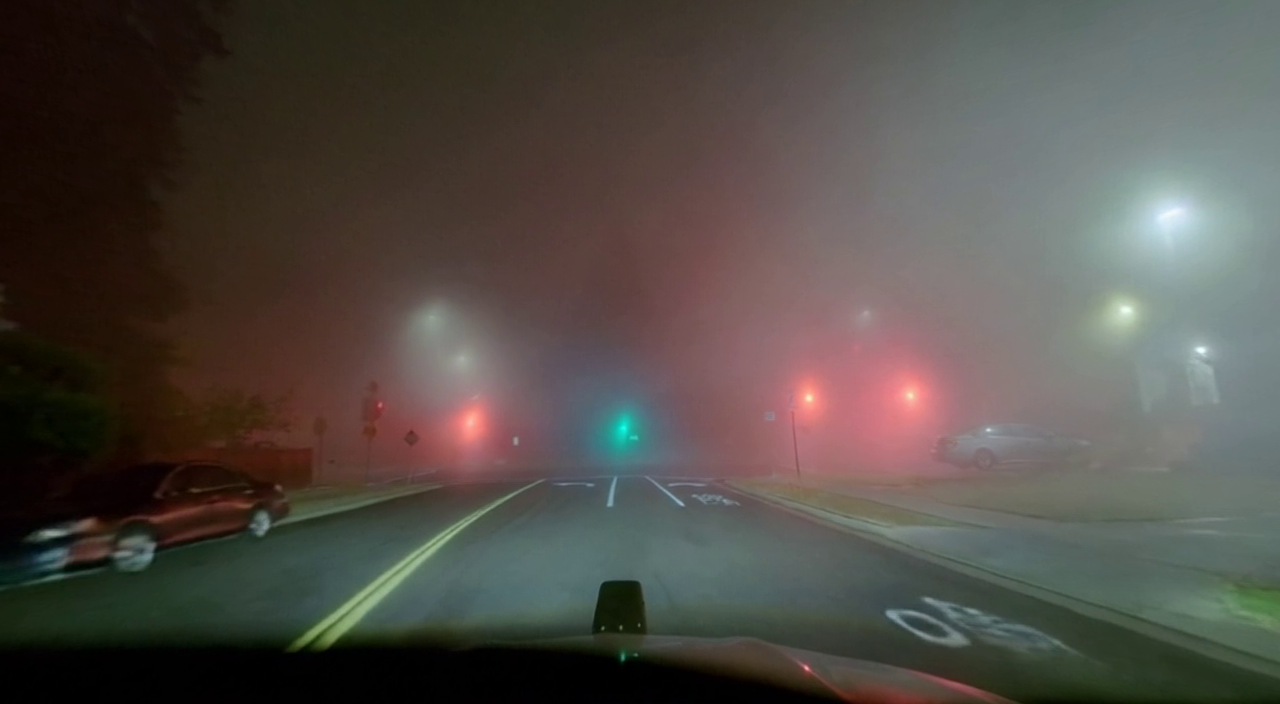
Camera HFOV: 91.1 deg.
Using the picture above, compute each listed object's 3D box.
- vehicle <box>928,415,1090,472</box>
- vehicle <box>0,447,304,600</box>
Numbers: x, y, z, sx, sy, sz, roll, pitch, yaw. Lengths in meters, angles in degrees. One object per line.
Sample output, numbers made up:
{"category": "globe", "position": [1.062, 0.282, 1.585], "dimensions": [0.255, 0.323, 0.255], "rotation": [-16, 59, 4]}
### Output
{"category": "vehicle", "position": [13.412, 3.379, 23.081], "dimensions": [4.562, 1.850, 2.130], "rotation": [1, -9, 0]}
{"category": "vehicle", "position": [-6.763, 2.162, 8.776], "dimensions": [2.033, 1.456, 4.370], "rotation": [-4, -8, -5]}
